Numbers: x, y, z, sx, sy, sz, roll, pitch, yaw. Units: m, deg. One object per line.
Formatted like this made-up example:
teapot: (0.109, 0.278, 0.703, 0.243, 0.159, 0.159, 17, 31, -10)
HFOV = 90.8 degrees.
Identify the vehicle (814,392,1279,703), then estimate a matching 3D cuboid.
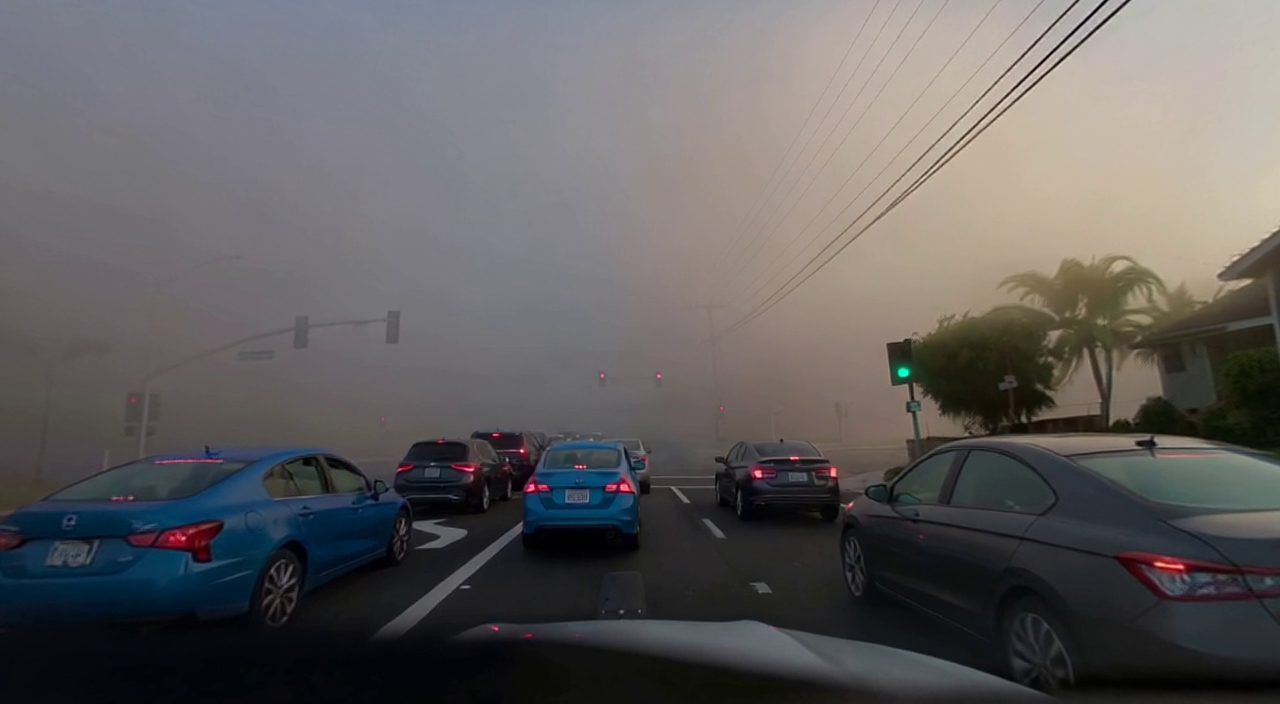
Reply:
vehicle: (2.764, 1.167, 3.994, 2.014, 1.464, 4.312, 0, -9, -1)

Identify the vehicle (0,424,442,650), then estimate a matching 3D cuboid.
vehicle: (-3.681, 1.560, 6.499, 2.058, 1.474, 4.473, 0, -9, -3)

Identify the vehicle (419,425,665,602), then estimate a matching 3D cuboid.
vehicle: (-0.903, 1.674, 7.413, 2.104, 1.500, 3.815, 0, -9, -2)

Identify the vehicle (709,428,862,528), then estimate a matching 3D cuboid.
vehicle: (2.613, 2.374, 12.499, 1.956, 1.615, 4.205, 0, -9, -1)
